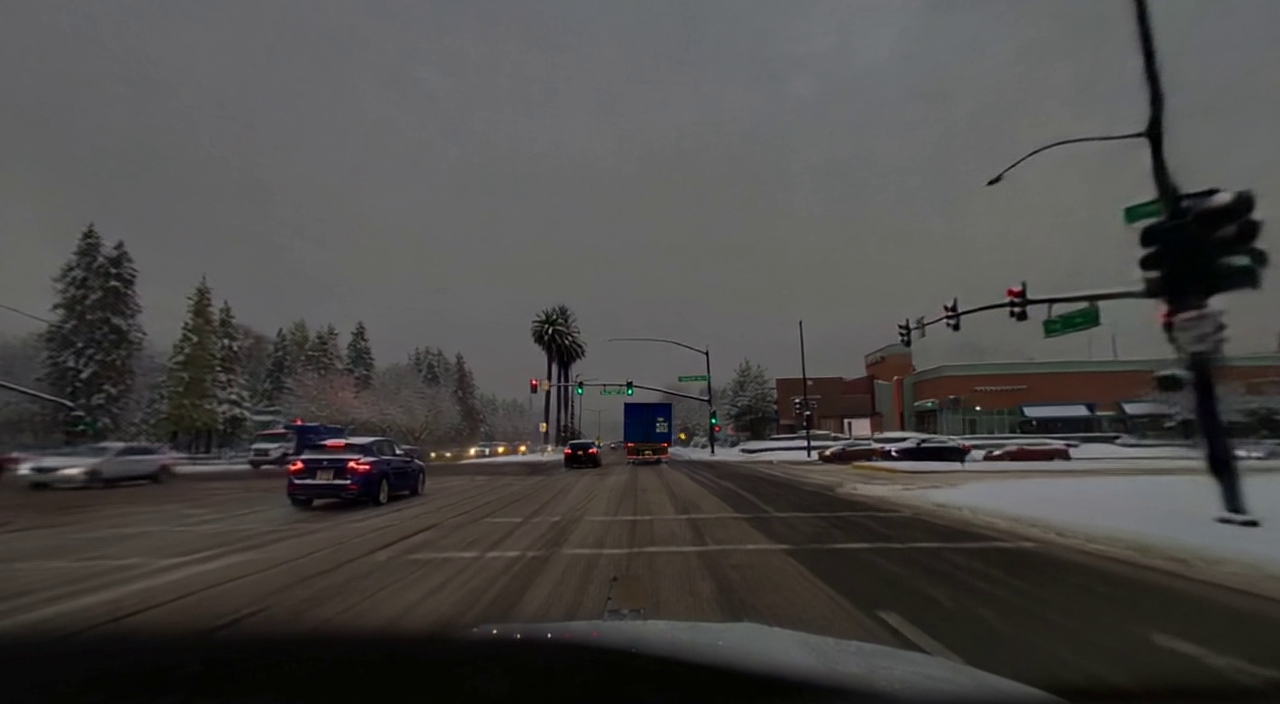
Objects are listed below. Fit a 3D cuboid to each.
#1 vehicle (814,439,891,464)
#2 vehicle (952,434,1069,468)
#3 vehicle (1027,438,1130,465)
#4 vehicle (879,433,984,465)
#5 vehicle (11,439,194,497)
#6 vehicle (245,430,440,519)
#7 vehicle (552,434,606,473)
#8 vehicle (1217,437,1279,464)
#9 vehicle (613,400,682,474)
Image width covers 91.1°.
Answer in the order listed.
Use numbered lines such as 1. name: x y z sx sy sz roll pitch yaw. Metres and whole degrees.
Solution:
1. vehicle: 14.588 6.885 43.304 4.568 1.485 1.936 -2 -11 0
2. vehicle: 19.421 5.234 33.101 4.831 1.529 1.966 -3 -10 0
3. vehicle: 25.335 5.743 36.365 4.506 1.484 1.928 0 -9 0
4. vehicle: 16.890 5.638 36.547 5.039 1.744 2.043 0 -9 0
5. vehicle: -18.360 3.940 21.872 2.029 1.765 4.865 0 -9 0
6. vehicle: -6.305 2.633 14.090 2.045 1.630 4.680 0 -9 0
7. vehicle: -2.982 5.126 31.896 2.178 1.826 4.933 0 -9 1
8. vehicle: 36.385 5.667 36.123 4.337 1.487 1.949 0 -9 1
9. vehicle: 0.365 4.201 30.757 2.993 3.235 6.692 0 -9 0
